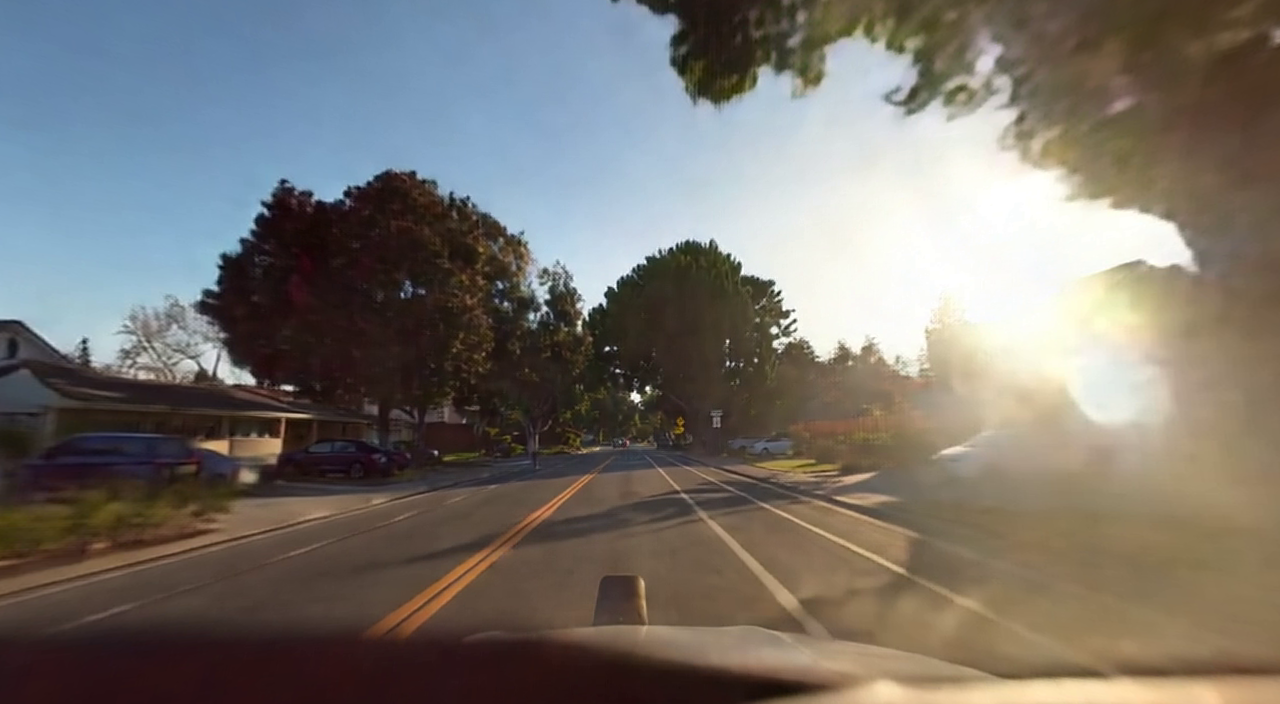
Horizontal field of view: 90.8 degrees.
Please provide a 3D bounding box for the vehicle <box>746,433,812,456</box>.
[{"bbox_3d":[10.742,7.183,49.008,4.493,1.493,1.926,-3,-8,-4],"label":"vehicle"}]

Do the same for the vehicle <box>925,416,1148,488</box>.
[{"bbox_3d":[10.712,2.731,17.336,4.751,1.518,1.885,-4,-8,-1],"label":"vehicle"}]

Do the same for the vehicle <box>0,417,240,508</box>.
[{"bbox_3d":[-12.450,2.522,14.635,5.009,1.880,1.961,-1,-7,1],"label":"vehicle"}]

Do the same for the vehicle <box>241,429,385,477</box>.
[{"bbox_3d":[-12.856,4.002,25.074,4.549,1.802,2.081,0,-8,1],"label":"vehicle"}]
